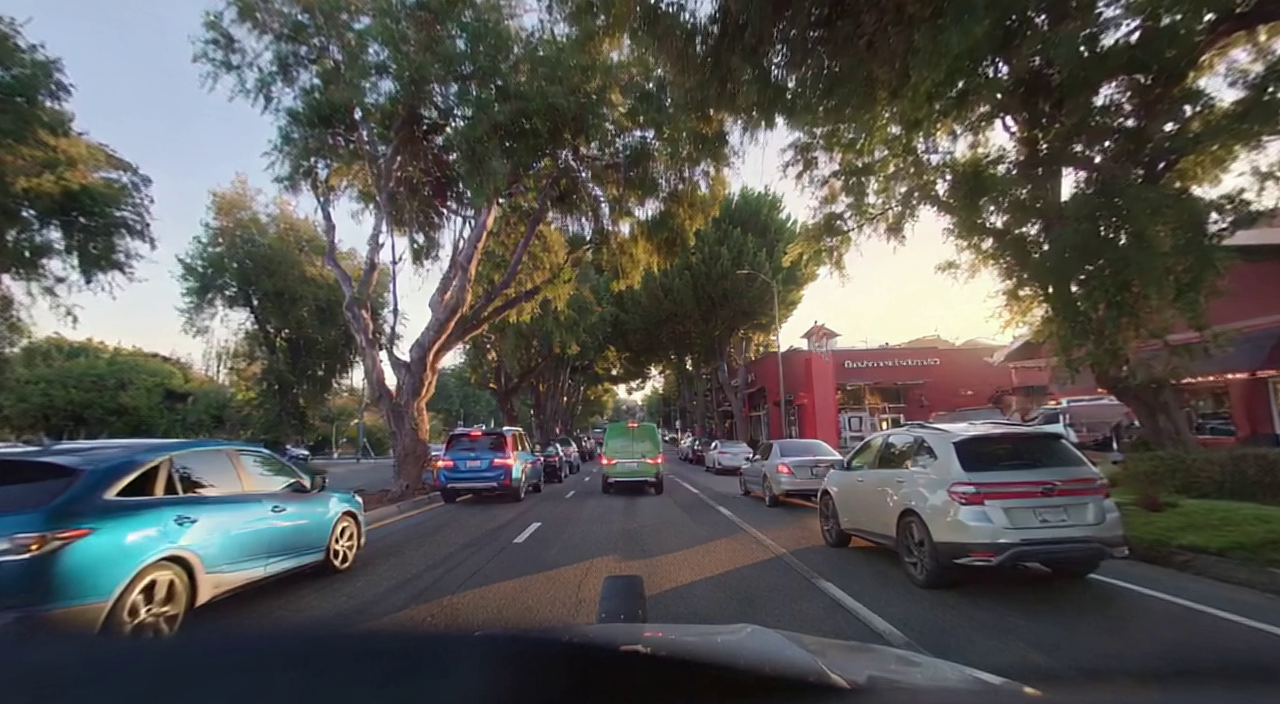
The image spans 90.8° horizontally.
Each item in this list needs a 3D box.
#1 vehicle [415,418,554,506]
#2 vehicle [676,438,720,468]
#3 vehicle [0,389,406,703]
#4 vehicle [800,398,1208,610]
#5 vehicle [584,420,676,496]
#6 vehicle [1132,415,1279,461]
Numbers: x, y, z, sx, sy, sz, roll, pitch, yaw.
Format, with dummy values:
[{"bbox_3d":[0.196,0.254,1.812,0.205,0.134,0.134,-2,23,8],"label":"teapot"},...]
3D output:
[{"bbox_3d":[-3.604,2.662,15.656,2.231,1.853,4.461,0,-9,1],"label":"vehicle"},{"bbox_3d":[3.052,5.402,33.986,1.903,1.529,3.649,0,-9,-2],"label":"vehicle"},{"bbox_3d":[-3.694,1.249,4.903,2.051,1.522,4.509,0,-8,-1],"label":"vehicle"},{"bbox_3d":[3.455,1.528,7.240,2.047,1.671,4.267,0,-9,-1],"label":"vehicle"},{"bbox_3d":[-0.291,2.897,17.525,2.238,1.825,4.190,0,-8,-1],"label":"vehicle"},{"bbox_3d":[22.078,3.350,24.482,2.139,1.540,4.770,-1,-8,0],"label":"vehicle"}]
